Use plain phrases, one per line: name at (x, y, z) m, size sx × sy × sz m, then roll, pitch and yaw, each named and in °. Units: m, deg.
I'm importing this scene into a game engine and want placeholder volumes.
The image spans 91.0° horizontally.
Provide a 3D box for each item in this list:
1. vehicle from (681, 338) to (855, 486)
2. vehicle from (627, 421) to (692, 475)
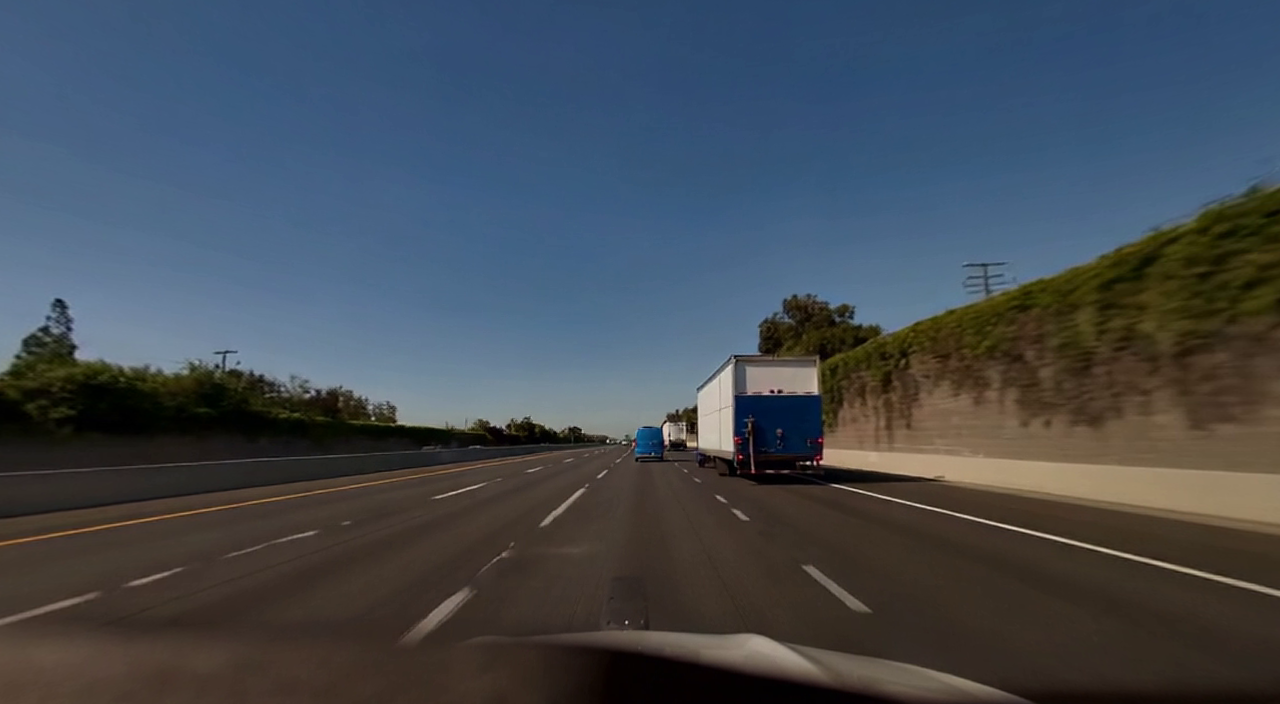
vehicle at (4.179, 2.857, 26.307) m, size 3.892 × 4.216 × 16.830 m, roll 0°, pitch -8°, yaw 1°
vehicle at (0.742, 3.965, 26.292) m, size 2.469 × 2.027 × 4.554 m, roll 0°, pitch -8°, yaw 1°
